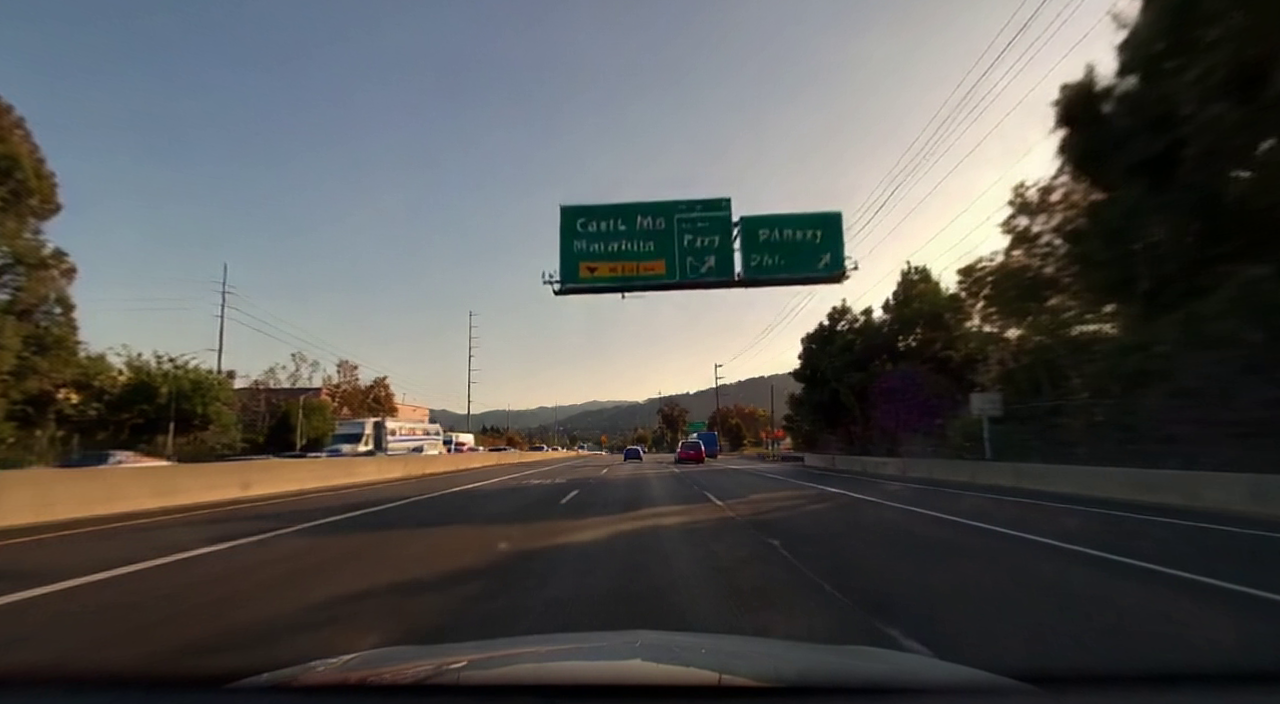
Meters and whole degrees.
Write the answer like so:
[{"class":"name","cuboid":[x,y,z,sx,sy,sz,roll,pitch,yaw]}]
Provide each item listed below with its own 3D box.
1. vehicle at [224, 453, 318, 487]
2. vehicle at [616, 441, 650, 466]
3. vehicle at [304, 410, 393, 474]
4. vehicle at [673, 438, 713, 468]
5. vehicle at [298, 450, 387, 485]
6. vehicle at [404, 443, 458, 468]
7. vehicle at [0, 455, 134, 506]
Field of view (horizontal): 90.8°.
[{"class":"vehicle","cuboid":[-17.573,5.628,30.378,1.825,1.456,4.451,0,-9,0]},{"class":"vehicle","cuboid":[-0.500,7.278,45.493,2.325,1.712,4.592,0,-9,0]},{"class":"vehicle","cuboid":[-21.267,6.657,46.619,3.228,4.337,6.550,0,-9,0]},{"class":"vehicle","cuboid":[3.321,6.502,40.687,2.036,1.796,4.470,0,-9,-2]},{"class":"vehicle","cuboid":[-13.829,5.368,29.724,1.878,1.462,4.573,0,-9,1]},{"class":"vehicle","cuboid":[-14.045,6.989,42.775,2.090,1.598,4.713,0,-9,0]},{"class":"vehicle","cuboid":[-21.284,4.573,22.927,1.923,1.560,4.760,0,-9,0]}]
